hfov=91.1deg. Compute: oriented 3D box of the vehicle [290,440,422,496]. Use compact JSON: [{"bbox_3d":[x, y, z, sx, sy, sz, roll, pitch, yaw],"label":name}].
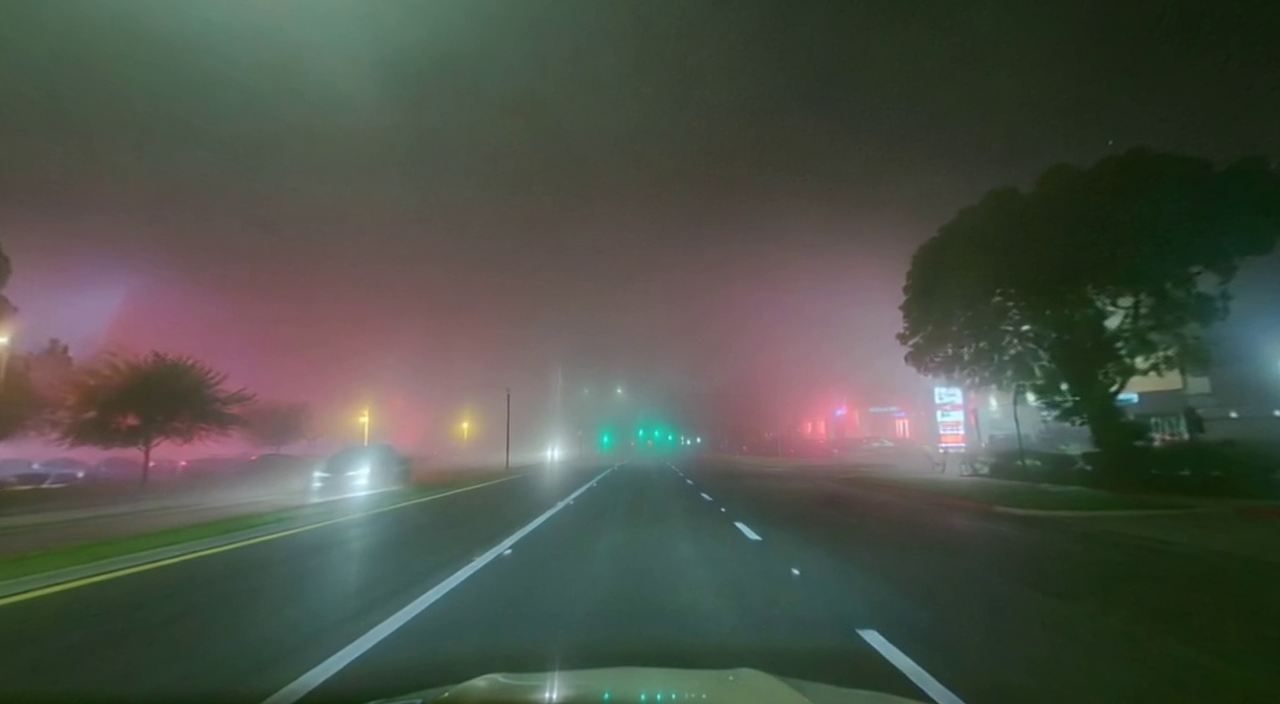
[{"bbox_3d":[-8.753,3.592,19.883,1.961,1.559,4.480,-1,-9,2],"label":"vehicle"}]
